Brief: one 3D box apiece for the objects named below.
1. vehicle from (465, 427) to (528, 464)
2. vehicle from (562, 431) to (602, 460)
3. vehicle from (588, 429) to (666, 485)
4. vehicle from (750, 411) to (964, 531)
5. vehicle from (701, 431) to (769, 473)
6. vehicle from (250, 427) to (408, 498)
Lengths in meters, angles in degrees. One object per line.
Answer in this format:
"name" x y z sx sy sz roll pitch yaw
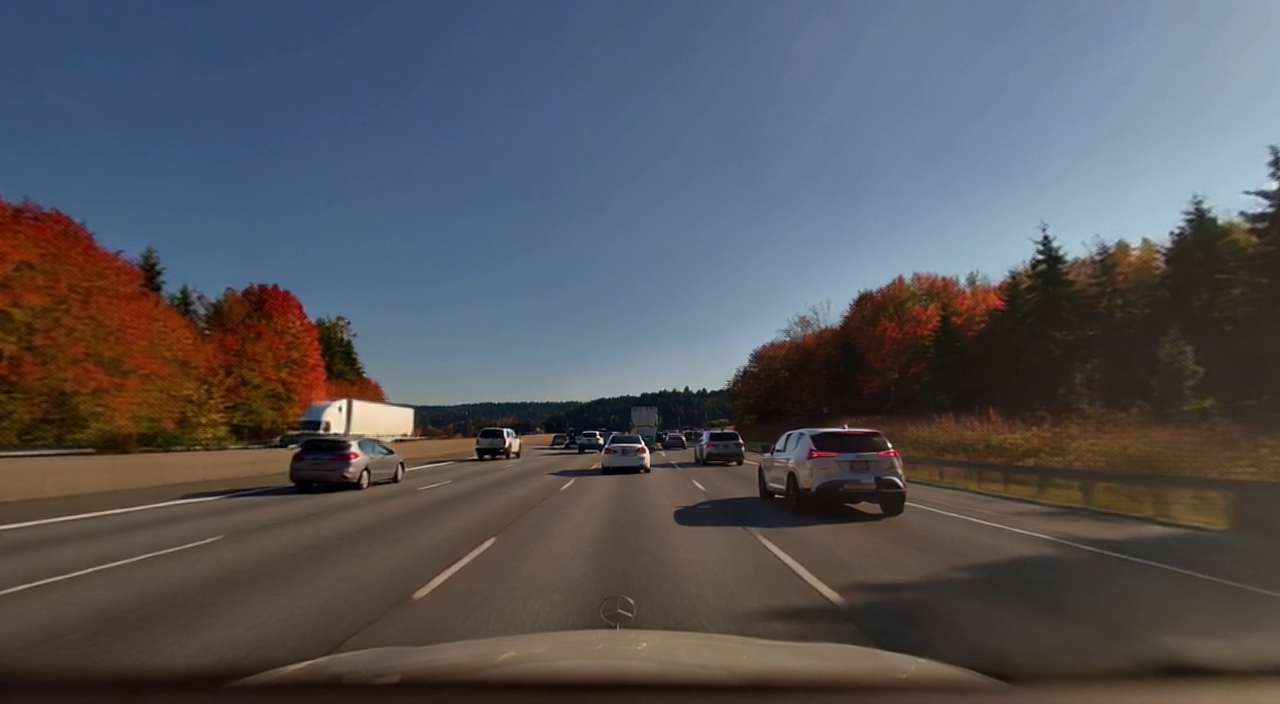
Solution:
"vehicle" -7.482 4.926 33.330 2.117 1.779 4.745 0 -8 1
"vehicle" -3.571 5.827 39.446 2.064 1.672 4.277 0 -8 1
"vehicle" -0.391 3.159 19.350 2.111 1.494 4.364 0 -8 -1
"vehicle" 3.421 1.952 11.000 2.095 1.650 4.331 0 -8 -1
"vehicle" 3.635 3.903 24.867 1.972 1.516 4.514 0 -8 0
"vehicle" -7.541 2.692 15.772 1.934 1.526 3.966 0 -8 0
